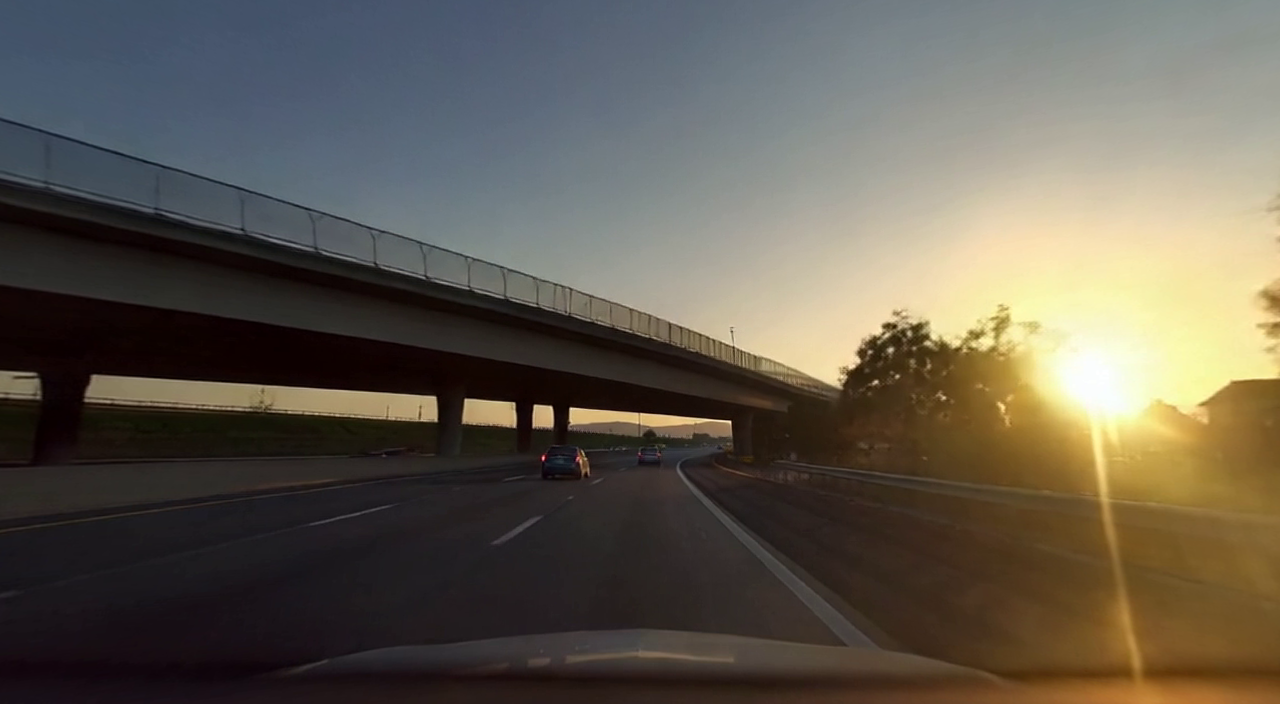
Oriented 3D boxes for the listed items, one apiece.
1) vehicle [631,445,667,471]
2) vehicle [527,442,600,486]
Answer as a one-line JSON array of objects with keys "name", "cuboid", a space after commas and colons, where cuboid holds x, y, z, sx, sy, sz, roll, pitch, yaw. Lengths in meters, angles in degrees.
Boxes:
[{"name": "vehicle", "cuboid": [0.582, 6.637, 39.596, 2.129, 1.502, 4.321, 0, -9, 2]}, {"name": "vehicle", "cuboid": [-2.851, 4.311, 24.517, 2.129, 1.563, 4.387, 0, -9, 2]}]
